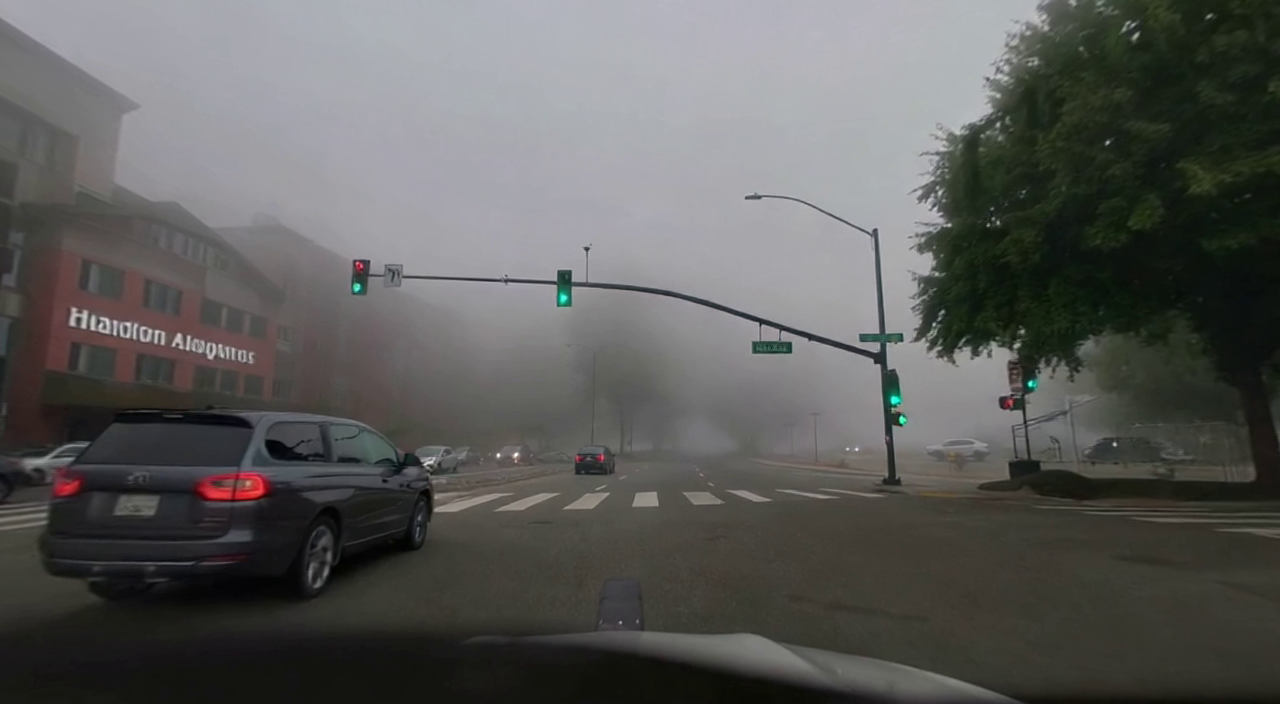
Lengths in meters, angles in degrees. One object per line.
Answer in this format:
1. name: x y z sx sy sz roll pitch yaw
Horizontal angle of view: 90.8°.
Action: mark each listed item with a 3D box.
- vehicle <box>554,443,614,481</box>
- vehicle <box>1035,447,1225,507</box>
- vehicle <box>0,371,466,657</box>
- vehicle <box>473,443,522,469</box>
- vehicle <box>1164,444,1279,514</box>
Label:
1. vehicle: -2.435 4.923 28.614 1.976 1.571 4.649 -1 -9 4
2. vehicle: 13.758 3.391 17.702 5.074 1.442 2.216 4 -10 -28
3. vehicle: -3.770 1.412 6.630 2.305 1.833 4.912 -1 -9 2
4. vehicle: -10.069 7.384 45.082 2.016 1.710 4.734 -1 -9 5
5. vehicle: 15.051 2.950 15.178 4.668 1.467 2.103 5 -10 -29
